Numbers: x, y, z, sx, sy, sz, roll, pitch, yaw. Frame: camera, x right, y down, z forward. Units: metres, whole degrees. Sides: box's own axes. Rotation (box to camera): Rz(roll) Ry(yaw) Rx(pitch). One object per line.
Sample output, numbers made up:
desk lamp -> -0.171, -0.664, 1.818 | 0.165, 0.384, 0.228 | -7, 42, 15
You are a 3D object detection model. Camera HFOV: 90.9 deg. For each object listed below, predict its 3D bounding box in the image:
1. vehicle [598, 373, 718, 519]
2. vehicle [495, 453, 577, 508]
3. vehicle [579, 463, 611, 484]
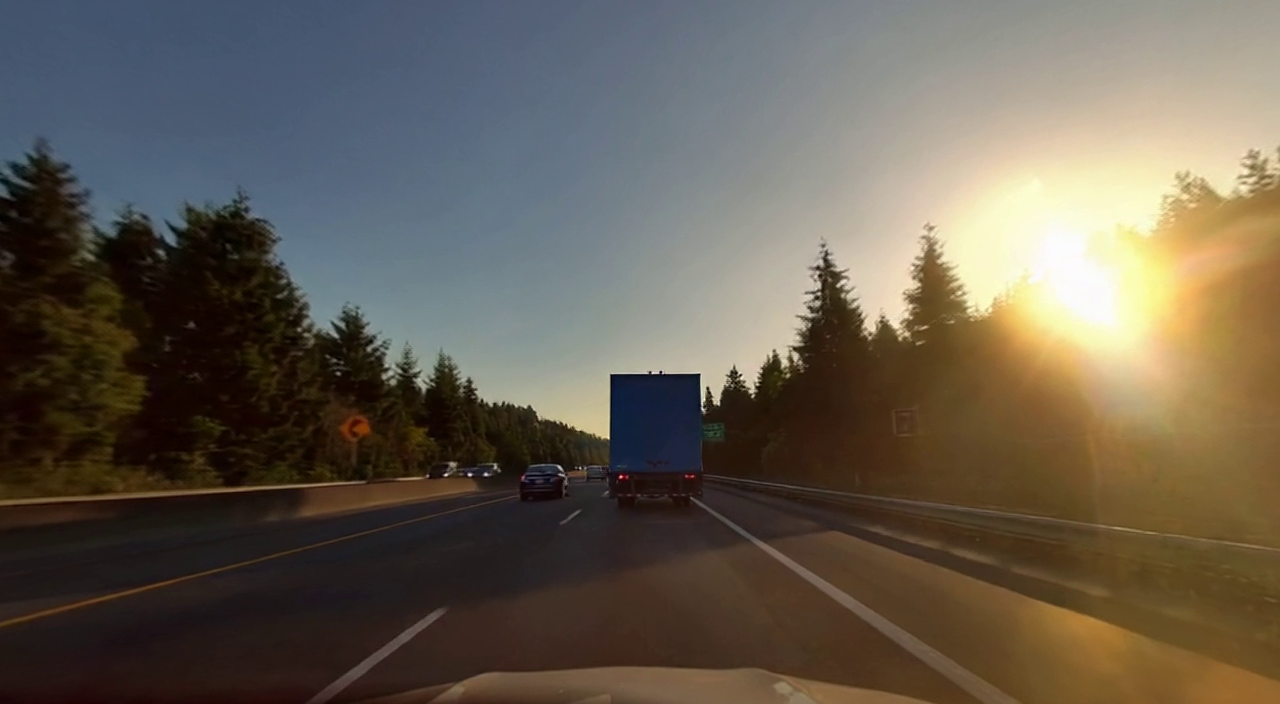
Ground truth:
vehicle -> 0.396, 3.230, 20.869 | 3.008, 3.678, 9.512 | 1, -10, -1
vehicle -> -3.496, 4.450, 22.056 | 2.076, 1.691, 4.555 | 1, -10, 0
vehicle -> -3.400, 9.336, 48.488 | 2.079, 1.506, 4.821 | 0, -10, 1
